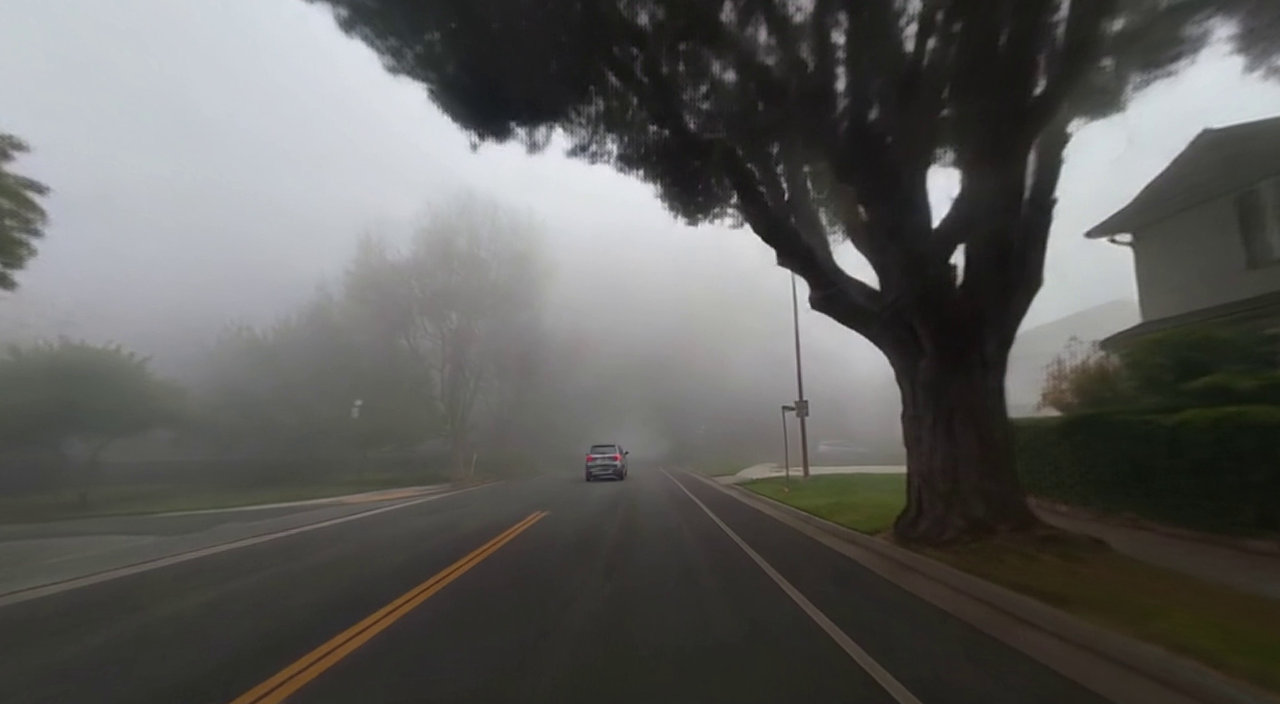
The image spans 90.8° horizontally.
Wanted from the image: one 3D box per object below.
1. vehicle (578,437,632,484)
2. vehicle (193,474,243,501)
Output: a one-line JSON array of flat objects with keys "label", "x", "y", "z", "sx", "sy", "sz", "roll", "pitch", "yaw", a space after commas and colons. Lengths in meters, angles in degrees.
[{"label": "vehicle", "x": -1.539, "y": 5.011, "z": 29.528, "sx": 2.210, "sy": 2.023, "sz": 4.663, "roll": 0, "pitch": -9, "yaw": 1}, {"label": "vehicle", "x": -30.000, "y": 9.602, "z": 45.027, "sx": 1.926, "sy": 1.552, "sz": 4.355, "roll": 3, "pitch": -9, "yaw": -21}]
